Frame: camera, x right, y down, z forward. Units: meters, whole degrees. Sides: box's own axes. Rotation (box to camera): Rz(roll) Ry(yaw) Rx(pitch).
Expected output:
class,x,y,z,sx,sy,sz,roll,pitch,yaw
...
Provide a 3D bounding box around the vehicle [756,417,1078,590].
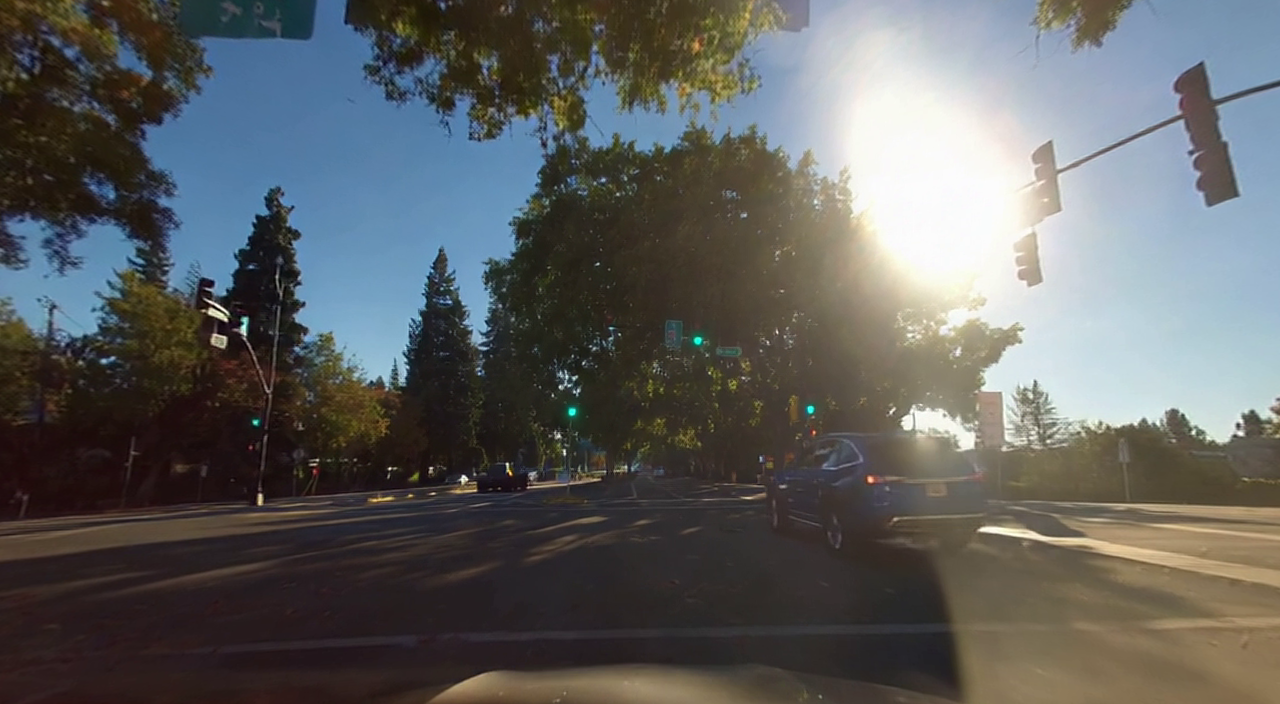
class,x,y,z,sx,sy,sz,roll,pitch,yaw
vehicle,3.141,1.829,8.597,2.140,1.655,4.786,0,-8,-1
